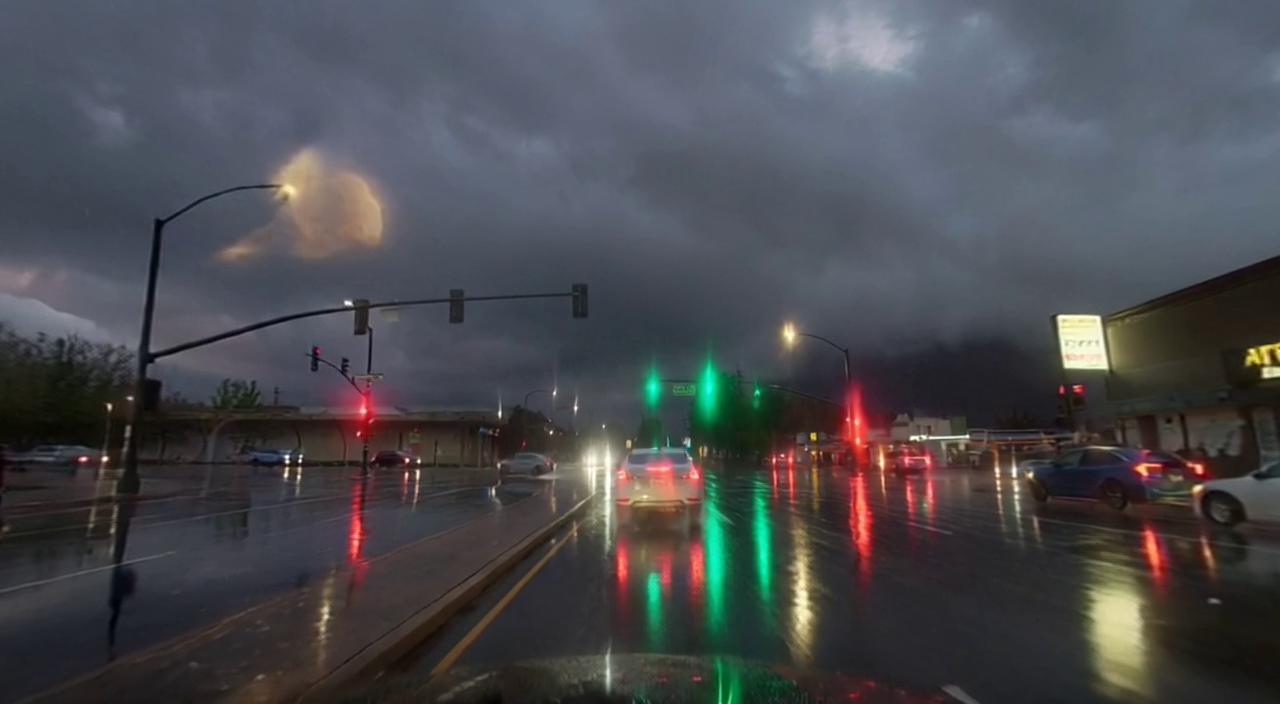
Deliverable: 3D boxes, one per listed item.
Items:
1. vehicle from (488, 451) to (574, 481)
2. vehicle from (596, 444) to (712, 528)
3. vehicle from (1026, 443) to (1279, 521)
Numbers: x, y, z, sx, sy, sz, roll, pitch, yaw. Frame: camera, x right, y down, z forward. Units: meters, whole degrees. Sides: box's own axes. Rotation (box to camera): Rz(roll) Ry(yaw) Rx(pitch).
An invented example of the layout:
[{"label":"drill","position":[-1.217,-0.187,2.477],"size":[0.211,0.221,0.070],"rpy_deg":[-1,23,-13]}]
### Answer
[{"label":"vehicle","position":[-5.854,6.038,33.693],"size":[4.531,1.434,1.841],"rpy_deg":[-6,-11,35]},{"label":"vehicle","position":[0.314,2.731,13.471],"size":[2.067,1.471,4.241],"rpy_deg":[0,-9,2]},{"label":"vehicle","position":[14.047,3.533,17.916],"size":[2.309,1.819,5.793],"rpy_deg":[0,-9,-3]}]
